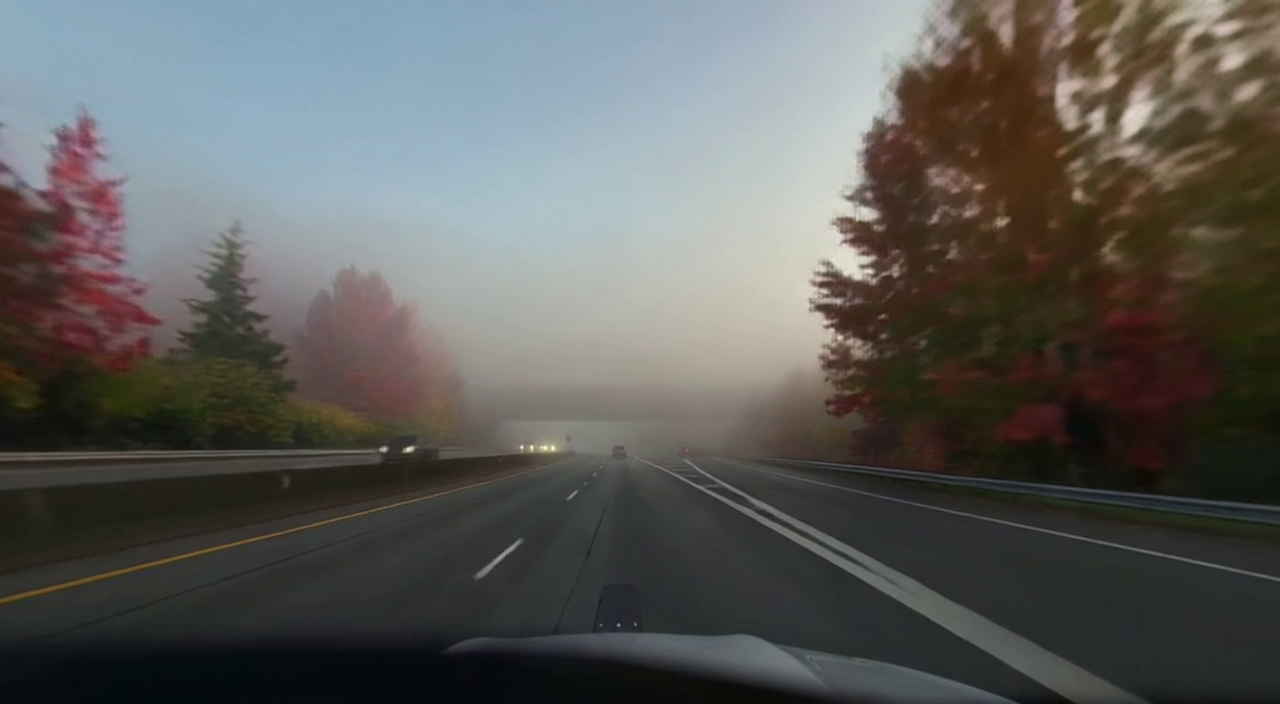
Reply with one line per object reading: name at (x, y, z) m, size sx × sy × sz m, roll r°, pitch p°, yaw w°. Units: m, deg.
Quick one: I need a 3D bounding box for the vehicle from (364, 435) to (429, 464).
vehicle at (-13.646, 5.503, 35.375) m, size 1.907 × 1.473 × 4.490 m, roll 0°, pitch -9°, yaw -1°
